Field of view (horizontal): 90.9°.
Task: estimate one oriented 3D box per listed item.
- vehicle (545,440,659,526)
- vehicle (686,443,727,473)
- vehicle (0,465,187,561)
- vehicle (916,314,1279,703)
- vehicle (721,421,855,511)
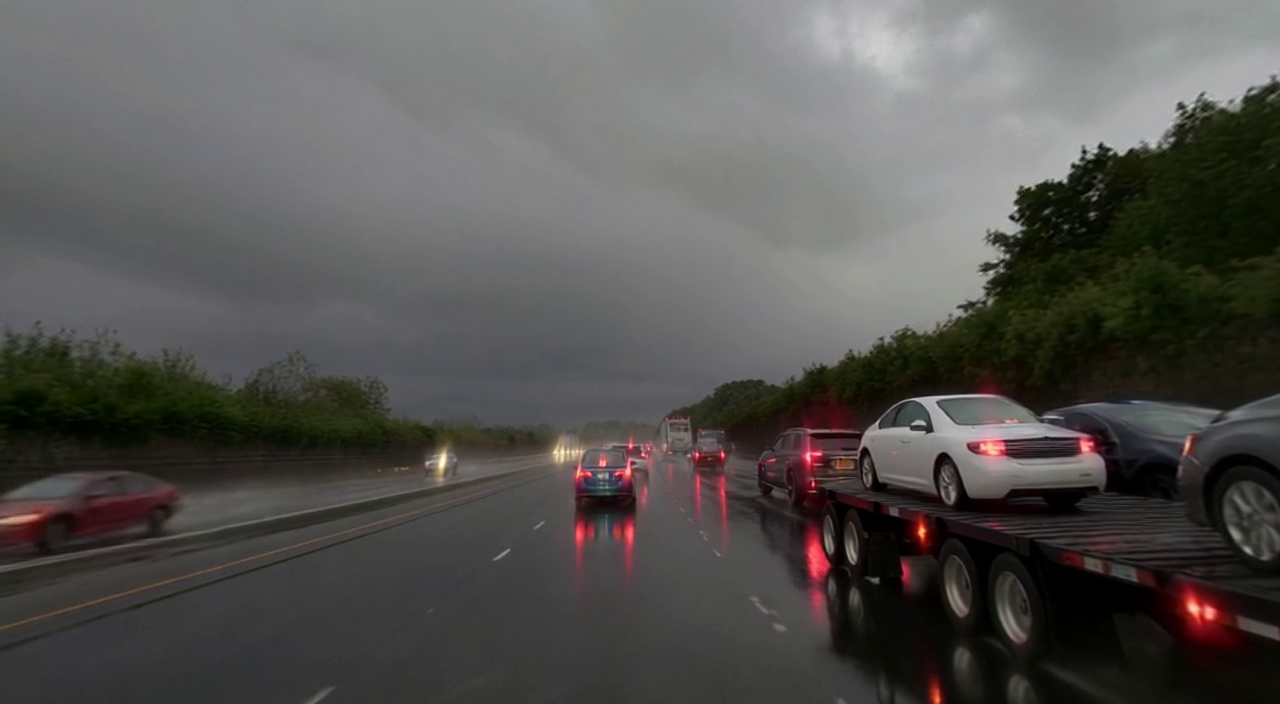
[{"bbox_3d":[-0.672,2.589,12.913,1.991,1.466,3.675,0,-9,0],"label":"vehicle"},{"bbox_3d":[3.938,6.321,37.784,1.938,1.660,4.223,0,-9,0],"label":"vehicle"},{"bbox_3d":[-11.341,3.007,12.338,2.089,1.482,3.770,0,-9,0],"label":"vehicle"},{"bbox_3d":[3.472,0.894,3.352,1.959,1.783,4.407,0,-9,0],"label":"vehicle"},{"bbox_3d":[3.407,2.747,15.443,2.303,1.889,3.920,0,-9,0],"label":"vehicle"}]
